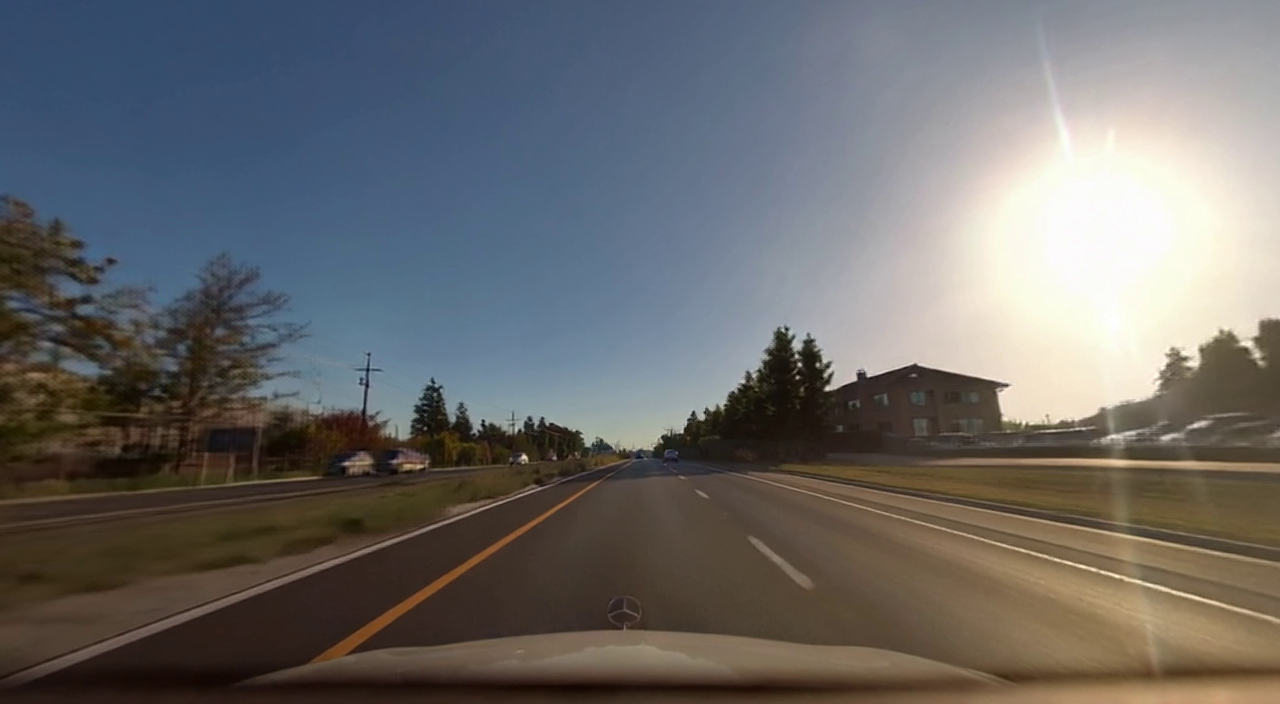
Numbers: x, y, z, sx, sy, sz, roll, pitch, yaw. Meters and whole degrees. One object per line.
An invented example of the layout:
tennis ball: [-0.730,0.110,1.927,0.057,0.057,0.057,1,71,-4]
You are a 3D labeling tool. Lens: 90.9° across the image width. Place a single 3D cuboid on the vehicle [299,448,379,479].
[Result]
vehicle: [-21.906,8.110,46.300,2.507,2.080,6.634,-1,-8,1]
